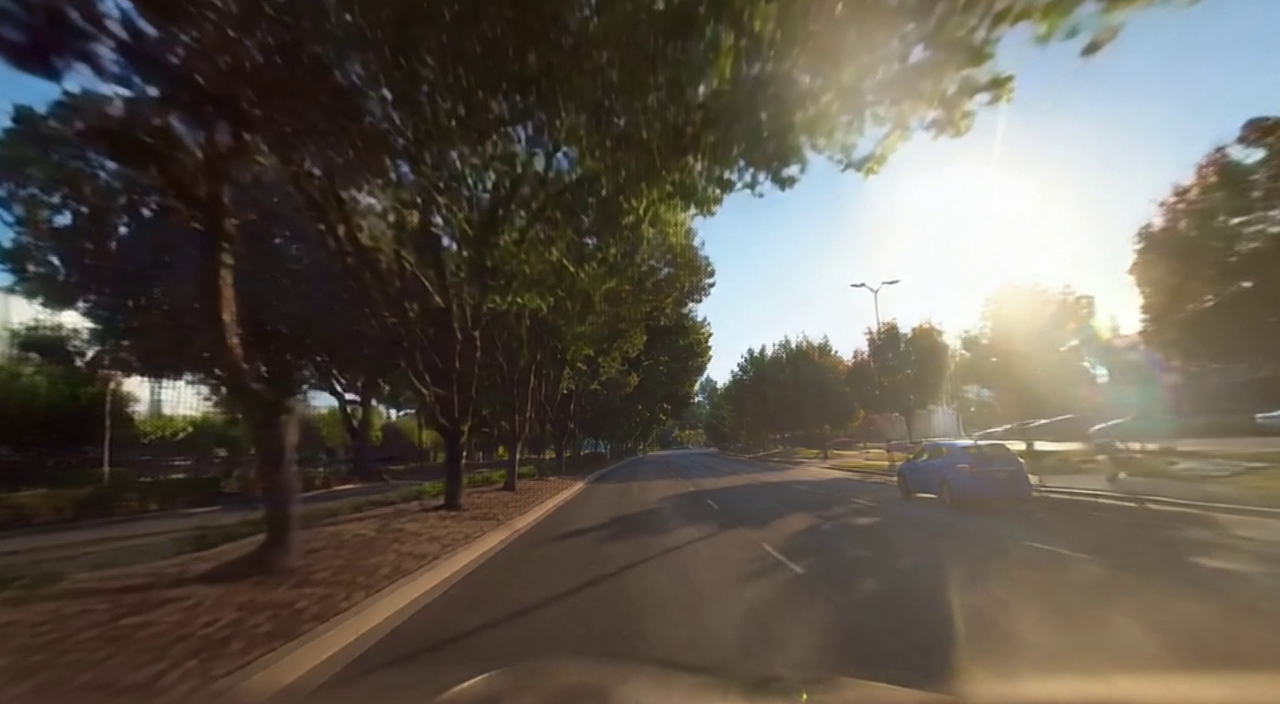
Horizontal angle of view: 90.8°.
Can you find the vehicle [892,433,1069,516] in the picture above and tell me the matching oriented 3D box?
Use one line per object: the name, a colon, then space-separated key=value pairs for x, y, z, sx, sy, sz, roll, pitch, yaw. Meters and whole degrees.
vehicle: x=7.005 y=2.531 z=13.463 sx=1.797 sy=1.518 sz=3.433 roll=0 pitch=-9 yaw=0
